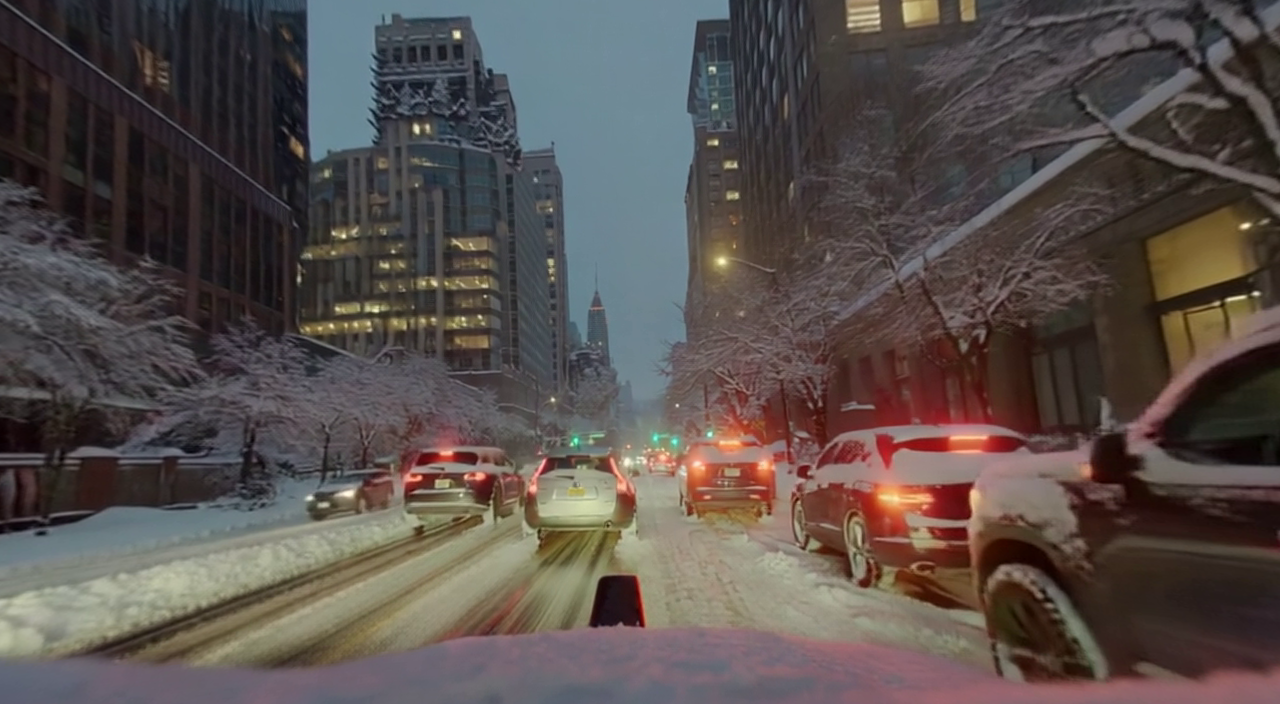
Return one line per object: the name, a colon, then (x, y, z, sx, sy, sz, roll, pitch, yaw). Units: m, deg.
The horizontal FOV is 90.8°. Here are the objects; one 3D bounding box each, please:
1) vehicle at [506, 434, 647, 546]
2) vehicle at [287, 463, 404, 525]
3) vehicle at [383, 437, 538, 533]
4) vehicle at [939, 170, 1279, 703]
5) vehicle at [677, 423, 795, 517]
vehicle: (-0.942, 2.391, 11.575, 2.076, 1.667, 3.948, -1, -9, 1)
vehicle: (-9.500, 4.574, 20.796, 1.990, 1.673, 3.947, 0, -8, -1)
vehicle: (-3.850, 2.913, 14.539, 2.000, 1.818, 4.668, -1, -9, 3)
vehicle: (2.955, 0.410, 1.093, 2.225, 2.070, 5.264, 0, -9, 0)
vehicle: (2.592, 2.879, 15.962, 2.352, 1.953, 4.798, -3, -9, 15)
